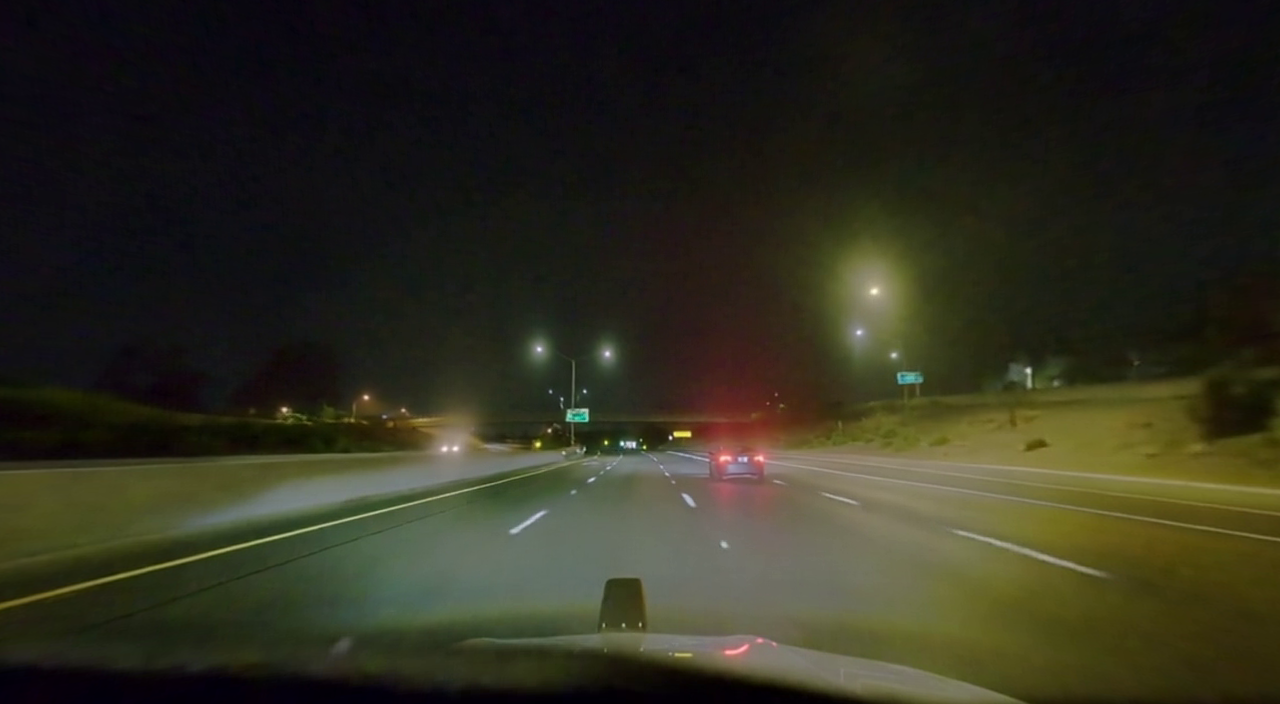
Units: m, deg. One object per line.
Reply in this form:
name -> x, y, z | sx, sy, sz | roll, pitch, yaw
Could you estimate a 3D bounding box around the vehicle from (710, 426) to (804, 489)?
vehicle -> 3.519, 3.287, 19.980 | 2.039, 1.701, 4.834 | 0, -8, 0
